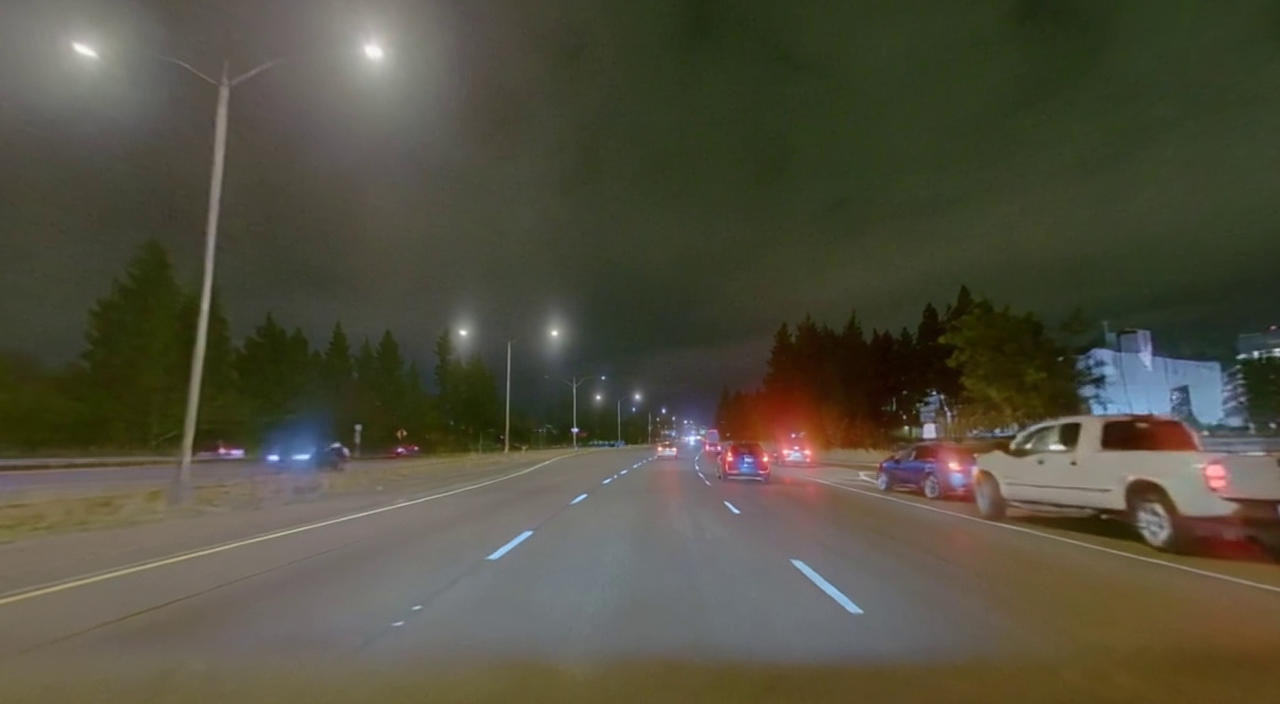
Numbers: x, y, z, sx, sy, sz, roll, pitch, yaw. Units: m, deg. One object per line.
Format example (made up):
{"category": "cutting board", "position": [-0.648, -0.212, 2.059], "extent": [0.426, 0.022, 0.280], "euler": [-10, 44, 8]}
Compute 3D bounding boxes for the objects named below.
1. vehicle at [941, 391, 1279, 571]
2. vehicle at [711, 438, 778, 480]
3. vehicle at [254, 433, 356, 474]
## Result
{"category": "vehicle", "position": [7.704, 1.912, 10.329], "extent": [2.410, 1.997, 6.477], "euler": [0, -8, 1]}
{"category": "vehicle", "position": [4.074, 4.257, 25.348], "extent": [1.981, 1.499, 4.536], "euler": [0, -8, 1]}
{"category": "vehicle", "position": [-13.820, 4.201, 26.298], "extent": [1.862, 1.551, 4.265], "euler": [-1, -8, 1]}
